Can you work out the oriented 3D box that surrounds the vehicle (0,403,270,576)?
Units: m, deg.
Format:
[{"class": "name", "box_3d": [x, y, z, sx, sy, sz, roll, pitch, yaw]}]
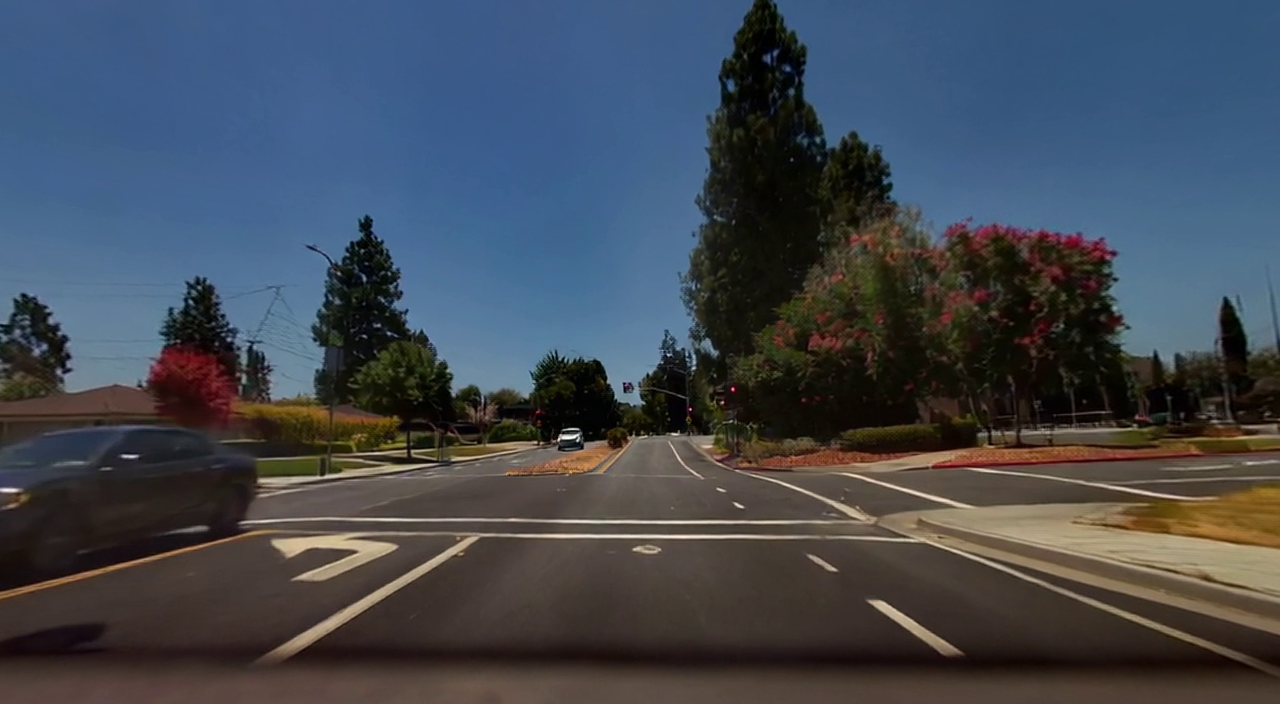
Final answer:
[{"class": "vehicle", "box_3d": [-7.707, 1.728, 8.612, 2.262, 1.761, 4.966, 0, -8, 0]}]
